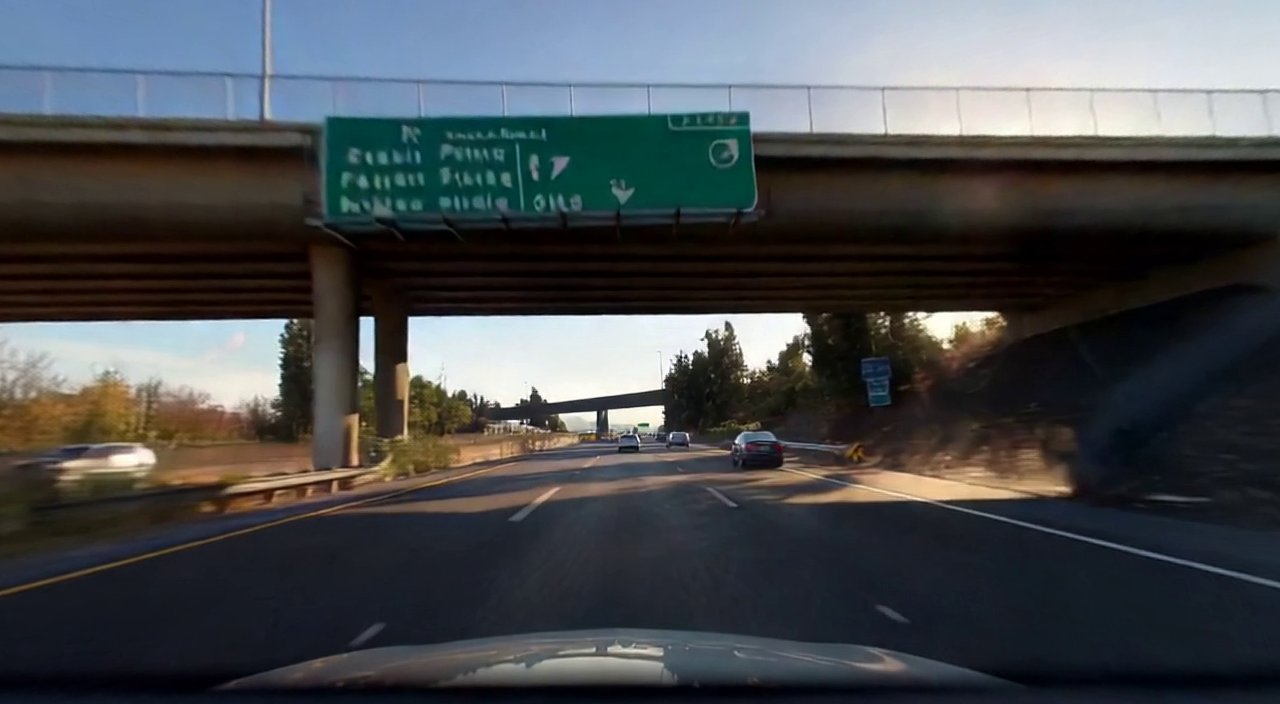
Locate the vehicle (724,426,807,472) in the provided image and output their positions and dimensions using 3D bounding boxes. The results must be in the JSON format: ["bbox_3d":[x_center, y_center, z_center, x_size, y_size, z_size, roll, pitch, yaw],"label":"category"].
[{"bbox_3d":[4.437,3.477,22.986,2.056,1.508,4.093,0,-8,-2],"label":"vehicle"}]

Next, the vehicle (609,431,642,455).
[{"bbox_3d":[-0.925,5.730,40.000,1.987,1.440,3.565,0,-8,-1],"label":"vehicle"}]

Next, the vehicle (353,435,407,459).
[{"bbox_3d":[-17.573,6.426,42.847,1.864,1.517,4.304,0,-8,-1],"label":"vehicle"}]

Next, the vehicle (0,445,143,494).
[{"bbox_3d":[-21.354,4.369,23.845,1.798,1.613,4.065,0,-8,-1],"label":"vehicle"}]
